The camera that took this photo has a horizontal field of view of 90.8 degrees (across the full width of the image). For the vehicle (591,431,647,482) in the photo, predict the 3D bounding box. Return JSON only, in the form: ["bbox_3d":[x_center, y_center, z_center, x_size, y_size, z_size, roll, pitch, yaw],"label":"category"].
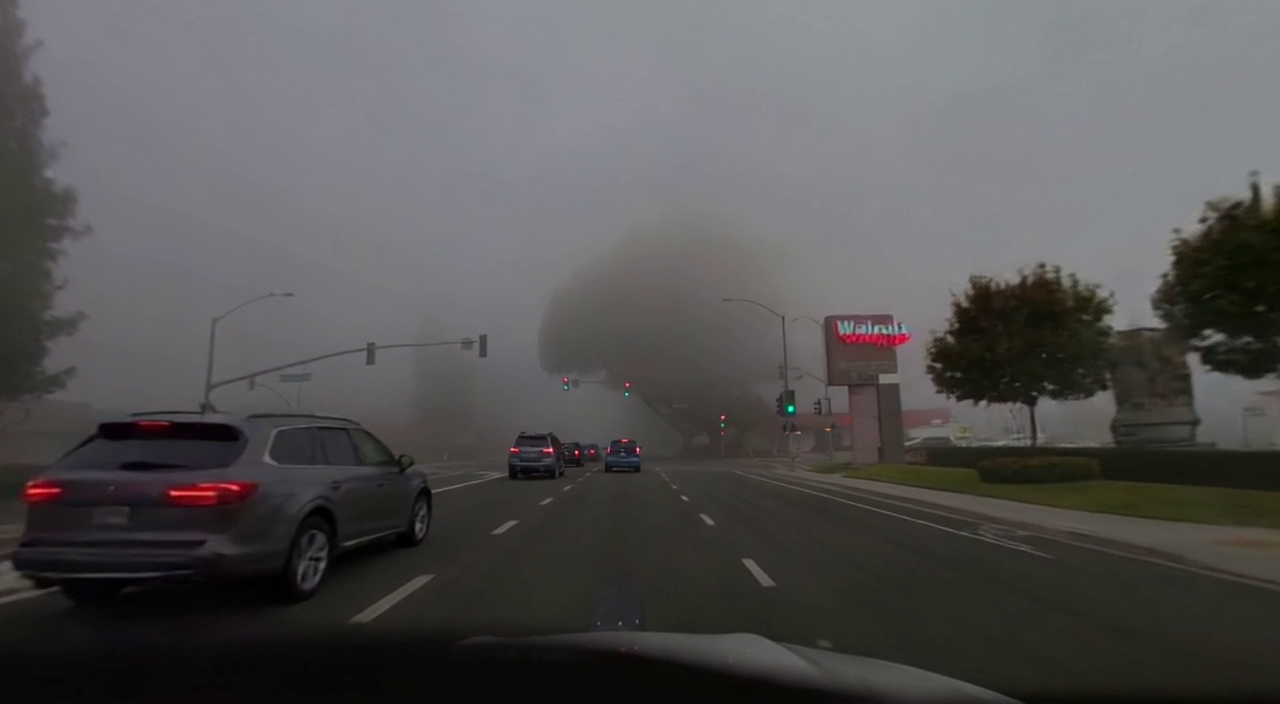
[{"bbox_3d":[-0.809,4.127,25.204,2.061,1.809,4.141,0,-8,-1],"label":"vehicle"}]

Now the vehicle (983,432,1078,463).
[{"bbox_3d":[26.558,6.492,43.084,5.039,1.877,2.076,-2,-8,-1],"label":"vehicle"}]

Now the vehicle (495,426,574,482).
[{"bbox_3d":[-4.096,4.097,25.640,2.252,1.999,5.605,0,-8,0],"label":"vehicle"}]

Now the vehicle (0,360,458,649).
[{"bbox_3d":[-3.757,1.346,6.641,2.159,1.877,4.925,0,-8,1],"label":"vehicle"}]

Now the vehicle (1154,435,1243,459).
[{"bbox_3d":[38.262,6.506,43.324,4.317,1.517,1.965,1,-8,-2],"label":"vehicle"}]
